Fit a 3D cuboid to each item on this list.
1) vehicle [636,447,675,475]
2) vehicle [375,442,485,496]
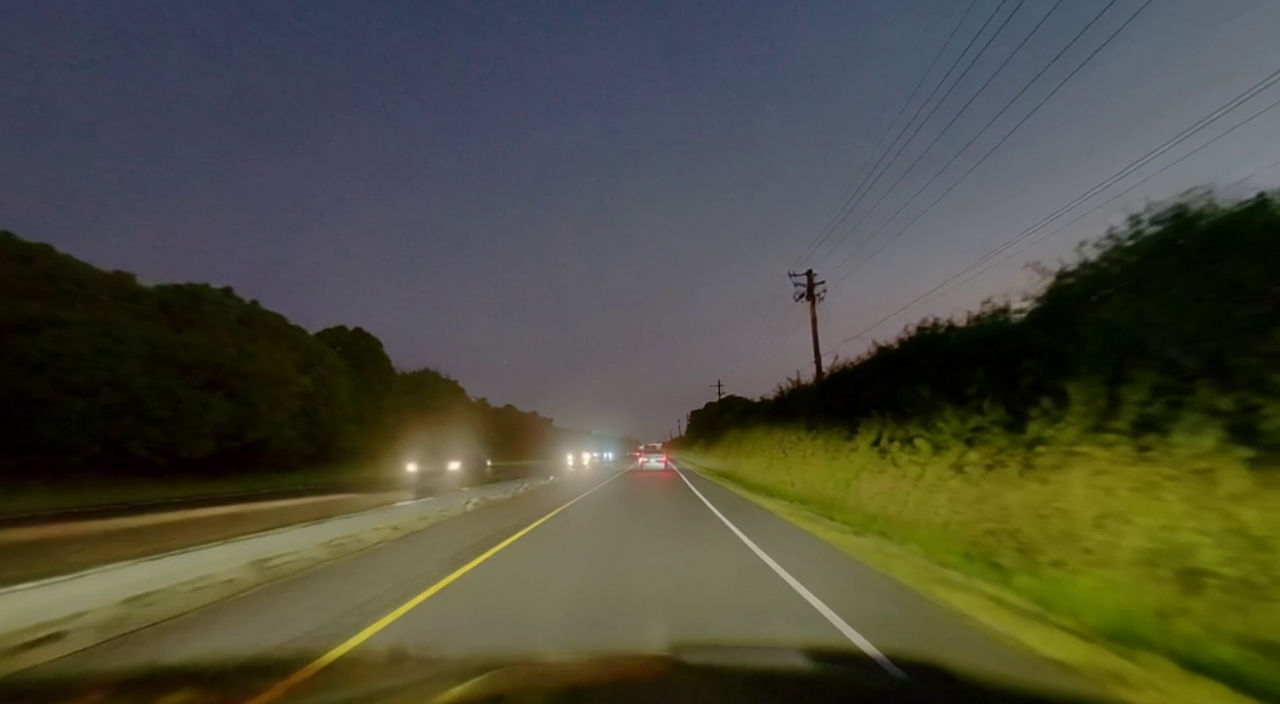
[{"bbox_3d":[0.866,6.181,35.790,2.080,1.486,3.813,0,-9,1],"label":"vehicle"},{"bbox_3d":[-6.519,3.699,20.174,1.900,1.515,4.379,0,-9,1],"label":"vehicle"}]
